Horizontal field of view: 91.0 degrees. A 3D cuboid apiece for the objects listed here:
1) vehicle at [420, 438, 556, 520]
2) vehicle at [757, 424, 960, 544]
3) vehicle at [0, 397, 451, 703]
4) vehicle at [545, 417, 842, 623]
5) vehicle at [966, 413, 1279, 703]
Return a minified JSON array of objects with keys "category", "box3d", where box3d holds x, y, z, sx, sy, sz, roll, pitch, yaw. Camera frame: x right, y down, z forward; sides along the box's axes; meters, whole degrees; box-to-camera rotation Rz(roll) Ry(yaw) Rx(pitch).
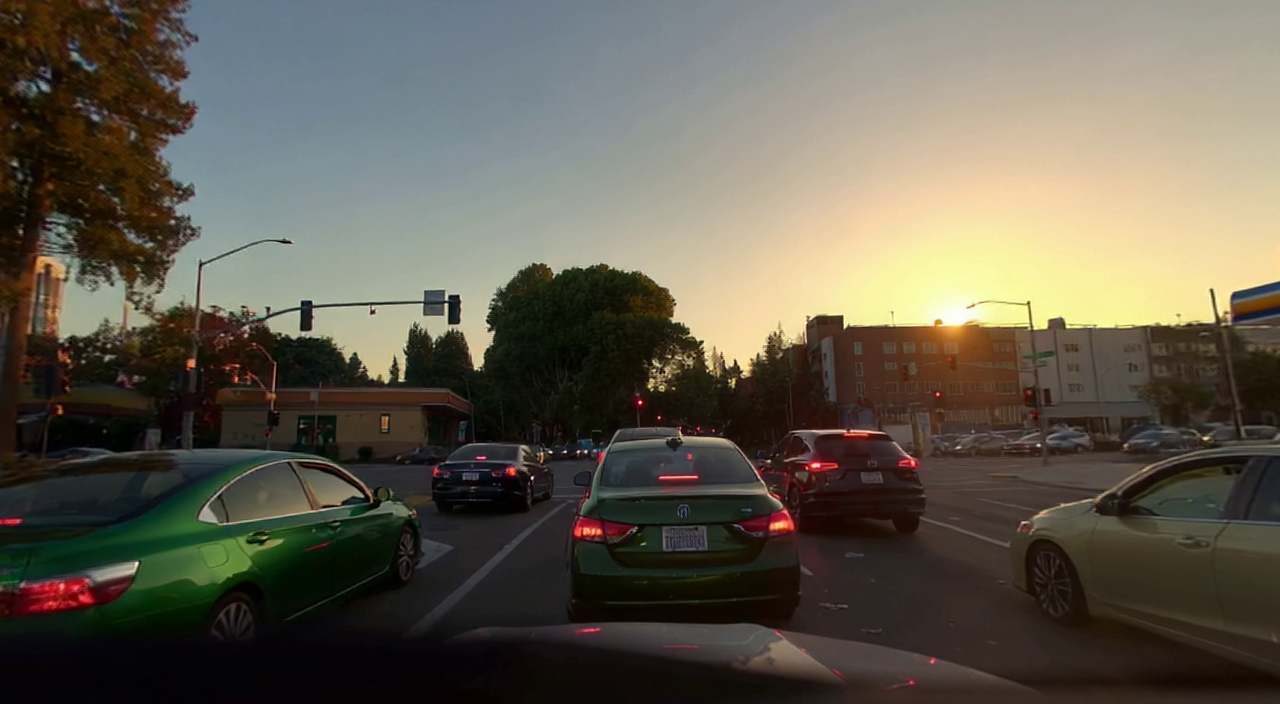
[{"category":"vehicle","box3d":[-3.073,2.643,13.689,1.867,1.474,4.237,0,-9,0]},{"category":"vehicle","box3d":[3.396,2.123,10.768,1.947,1.630,4.127,0,-9,0]},{"category":"vehicle","box3d":[-3.008,1.245,4.608,1.887,1.493,4.255,0,-9,0]},{"category":"vehicle","box3d":[0.334,1.582,6.943,2.220,1.507,4.317,0,-9,-2]},{"category":"vehicle","box3d":[4.179,1.127,3.592,1.950,1.497,4.686,0,-9,-3]}]
